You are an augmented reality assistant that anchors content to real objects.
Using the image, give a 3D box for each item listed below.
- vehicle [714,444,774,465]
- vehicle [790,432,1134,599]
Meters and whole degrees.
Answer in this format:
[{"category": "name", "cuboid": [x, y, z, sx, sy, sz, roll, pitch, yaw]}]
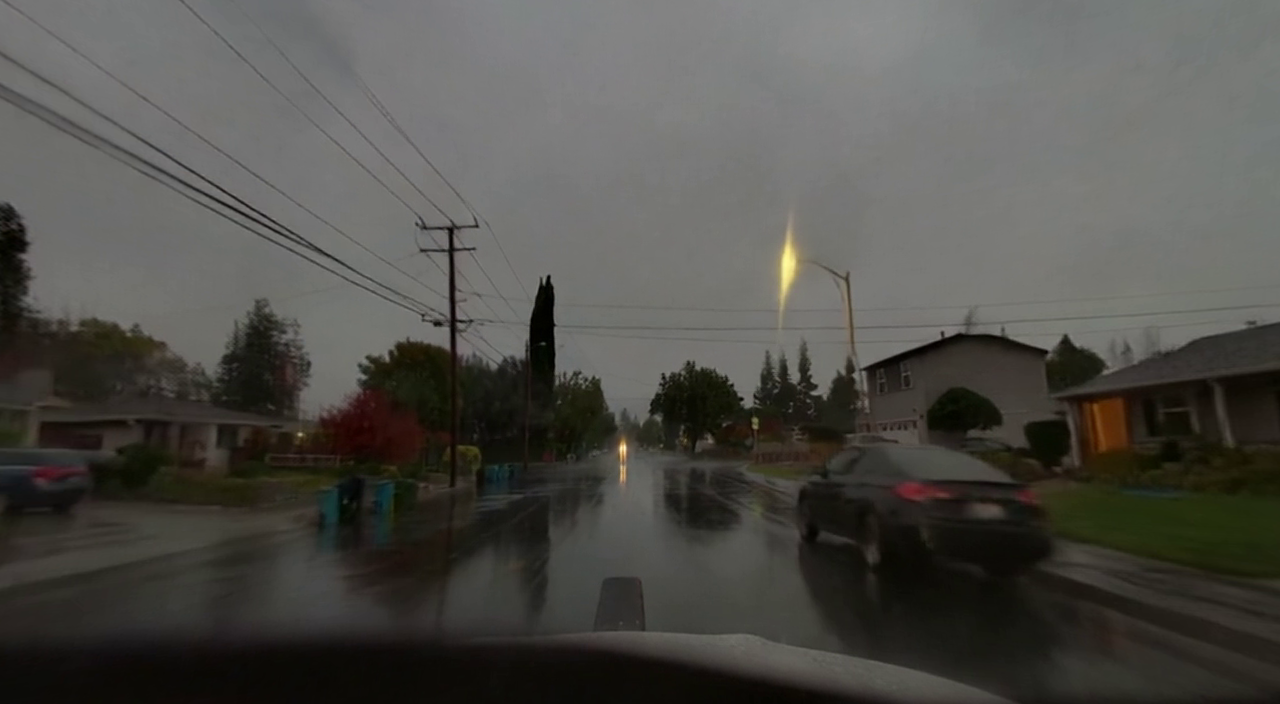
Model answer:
[{"category": "vehicle", "cuboid": [7.920, 7.731, 47.942, 4.452, 1.482, 2.017, 7, -11, -38]}, {"category": "vehicle", "cuboid": [3.550, 1.869, 8.215, 2.012, 1.531, 4.557, 0, -9, -1]}]
